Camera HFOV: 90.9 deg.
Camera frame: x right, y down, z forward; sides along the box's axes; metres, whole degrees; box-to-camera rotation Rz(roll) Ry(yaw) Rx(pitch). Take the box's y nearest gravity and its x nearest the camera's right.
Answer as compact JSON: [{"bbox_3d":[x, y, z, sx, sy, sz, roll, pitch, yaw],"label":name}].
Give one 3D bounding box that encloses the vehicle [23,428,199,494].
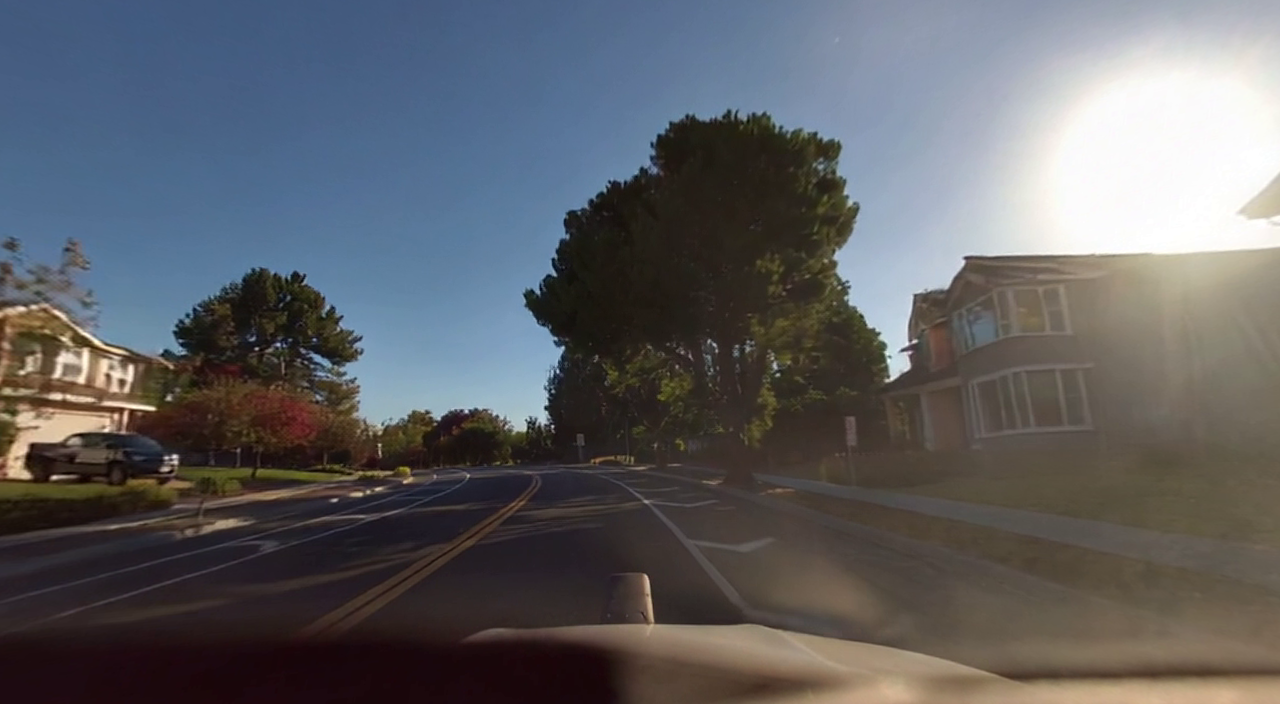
[{"bbox_3d":[-16.621,3.384,19.851,4.562,1.857,2.129,-3,-9,21],"label":"vehicle"}]
